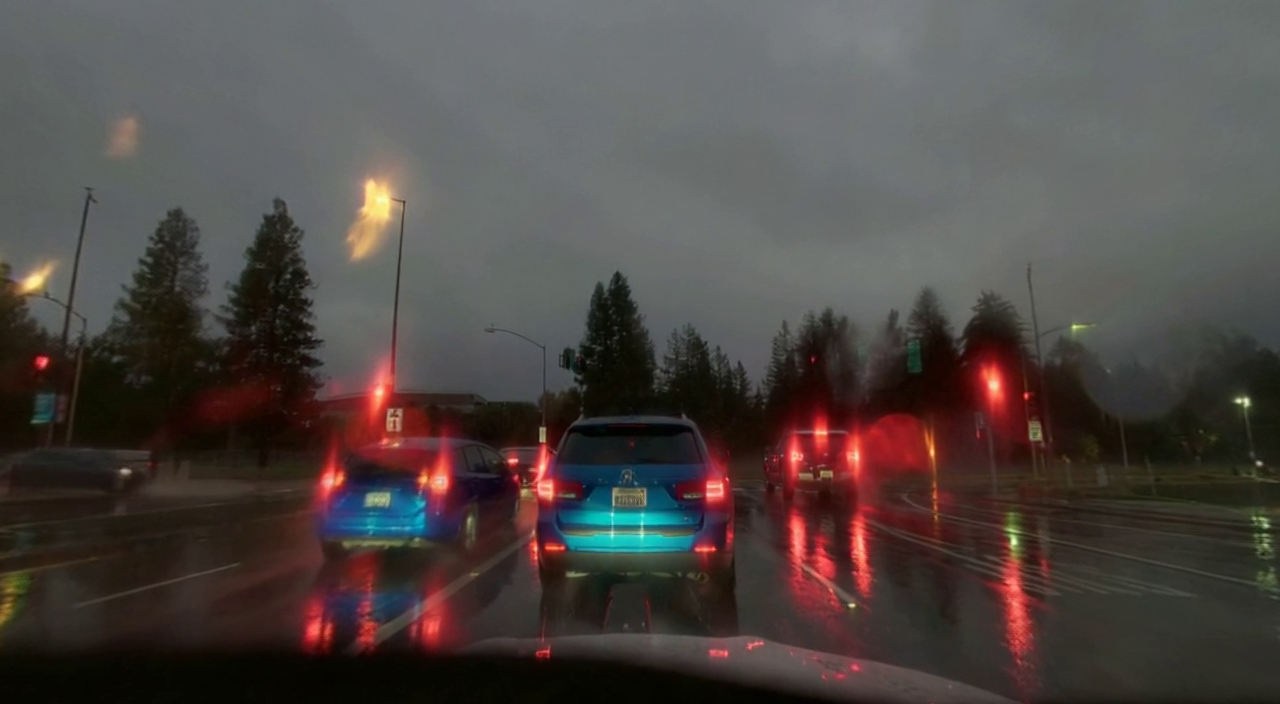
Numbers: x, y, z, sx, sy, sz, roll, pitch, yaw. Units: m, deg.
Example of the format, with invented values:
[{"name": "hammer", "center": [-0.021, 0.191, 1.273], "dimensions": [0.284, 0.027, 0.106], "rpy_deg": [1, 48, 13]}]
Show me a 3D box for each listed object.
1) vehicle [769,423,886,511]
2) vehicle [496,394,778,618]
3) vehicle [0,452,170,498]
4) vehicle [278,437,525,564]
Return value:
[{"name": "vehicle", "center": [4.819, 3.001, 16.914], "dimensions": [2.084, 2.053, 4.073], "rpy_deg": [-1, -8, 4]}, {"name": "vehicle", "center": [-0.025, 1.525, 7.174], "dimensions": [2.203, 1.757, 4.286], "rpy_deg": [0, -8, 0]}, {"name": "vehicle", "center": [-19.946, 4.379, 22.723], "dimensions": [4.308, 1.494, 1.829], "rpy_deg": [2, -9, -15]}, {"name": "vehicle", "center": [-3.193, 2.062, 9.607], "dimensions": [1.913, 1.453, 4.413], "rpy_deg": [0, -8, 2]}]
